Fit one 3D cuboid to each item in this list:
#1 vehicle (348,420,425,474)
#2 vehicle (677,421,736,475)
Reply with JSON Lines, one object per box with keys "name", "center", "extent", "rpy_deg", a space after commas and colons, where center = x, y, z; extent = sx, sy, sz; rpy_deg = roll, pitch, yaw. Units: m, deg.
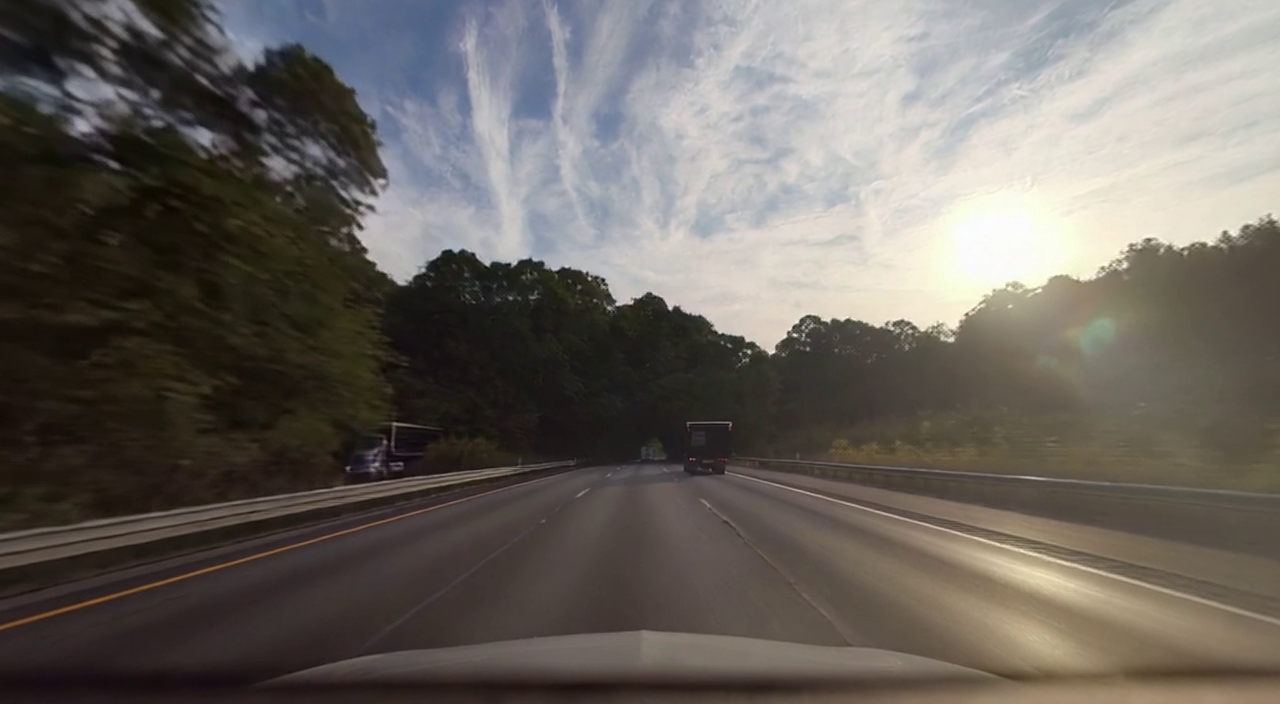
{"name": "vehicle", "center": [-18.436, 6.989, 46.343], "extent": [3.021, 3.652, 5.902], "rpy_deg": [0, -9, 1]}
{"name": "vehicle", "center": [3.655, 5.472, 35.883], "extent": [2.572, 2.795, 5.978], "rpy_deg": [0, -9, -1]}
